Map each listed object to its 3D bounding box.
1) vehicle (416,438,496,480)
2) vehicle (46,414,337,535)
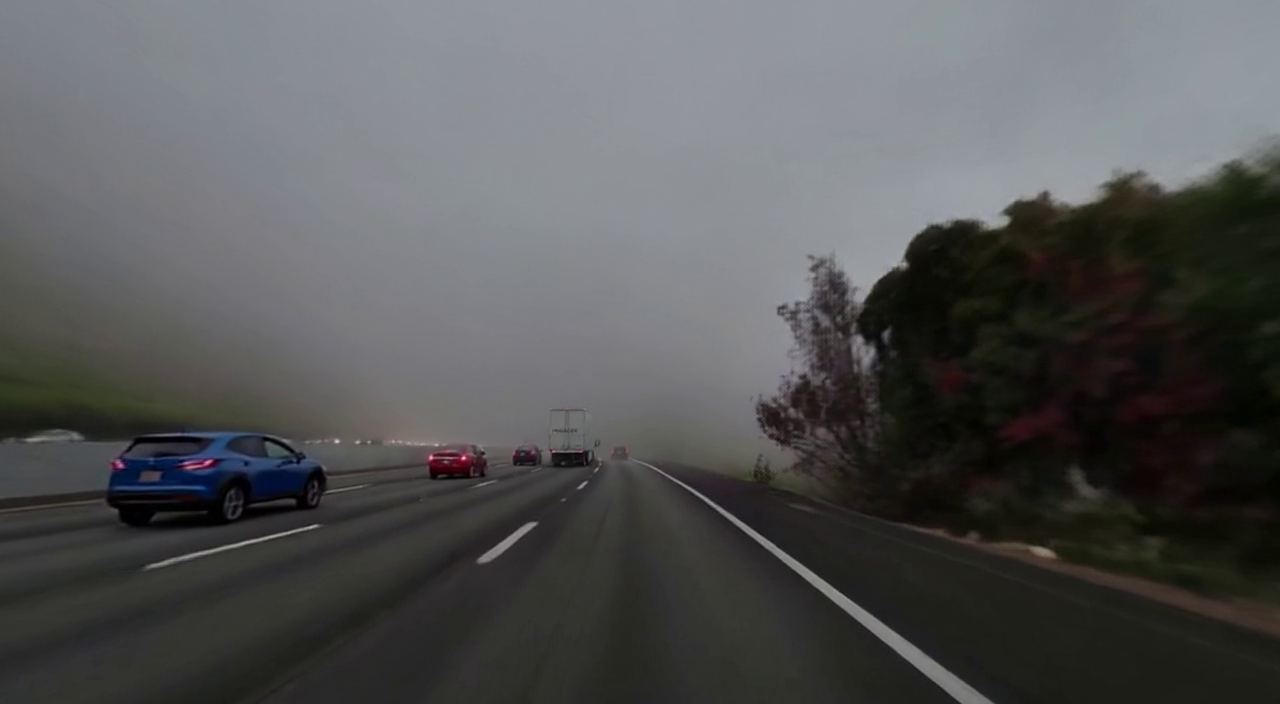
[{"bbox_3d":[-7.826,4.611,27.319,2.099,1.644,4.638,1,-9,-1],"label":"vehicle"},{"bbox_3d":[-7.575,2.115,11.367,2.081,1.740,4.268,1,-9,-1],"label":"vehicle"}]
